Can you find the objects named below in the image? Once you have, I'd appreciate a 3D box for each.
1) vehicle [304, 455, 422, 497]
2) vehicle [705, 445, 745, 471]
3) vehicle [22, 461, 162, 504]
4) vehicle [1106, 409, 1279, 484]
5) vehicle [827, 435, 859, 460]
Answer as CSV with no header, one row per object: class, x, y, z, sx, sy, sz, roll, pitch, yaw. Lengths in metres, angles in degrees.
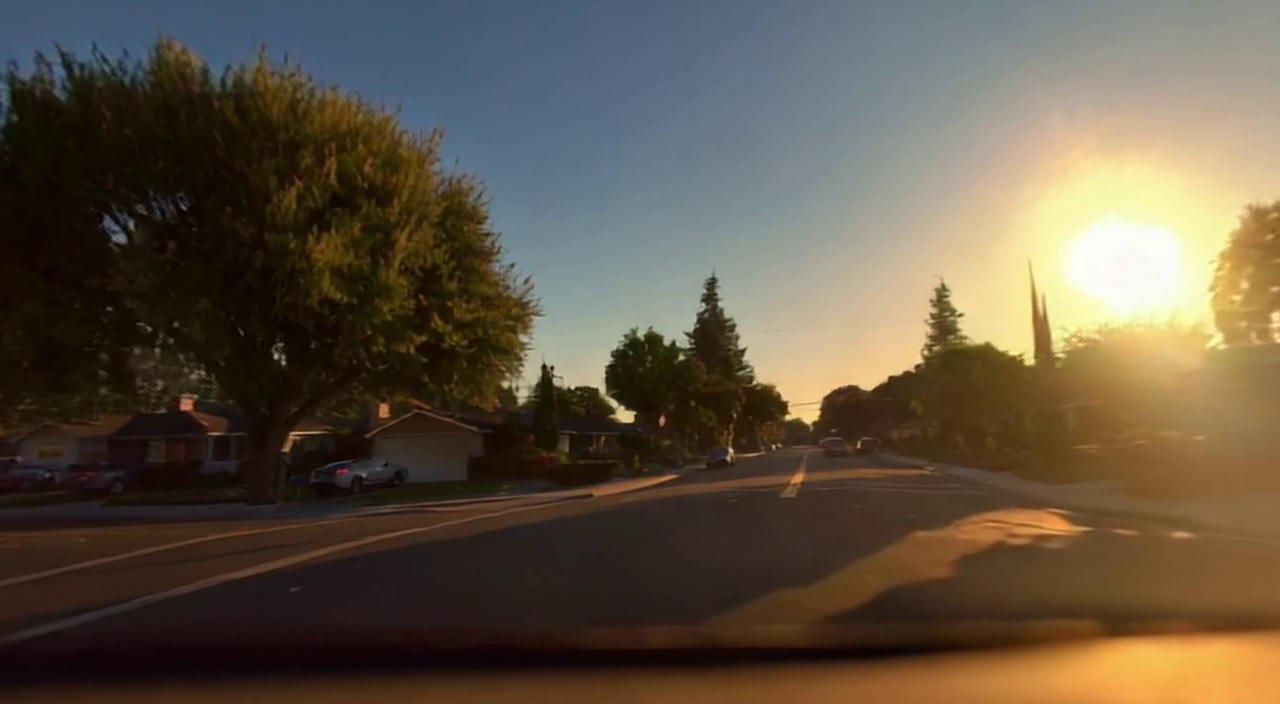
vehicle,-11.222,5.037,25.995,1.917,1.499,4.569,-3,-9,16
vehicle,5.706,7.010,41.929,2.075,1.551,4.074,-3,-9,15
vehicle,-24.527,5.798,28.492,1.978,1.666,4.230,-3,-9,16
vehicle,15.397,2.732,18.008,2.130,1.836,4.464,-4,-10,21
vehicle,15.038,7.116,46.913,2.116,1.711,4.155,-3,-9,16
